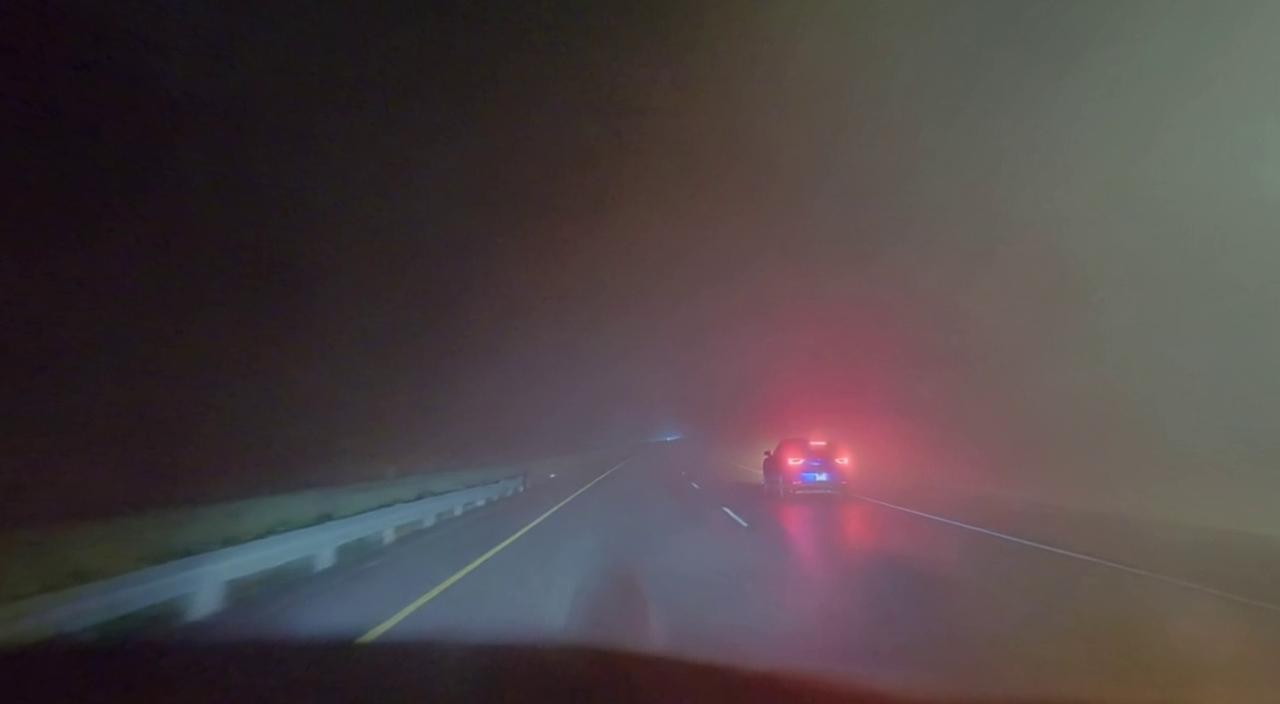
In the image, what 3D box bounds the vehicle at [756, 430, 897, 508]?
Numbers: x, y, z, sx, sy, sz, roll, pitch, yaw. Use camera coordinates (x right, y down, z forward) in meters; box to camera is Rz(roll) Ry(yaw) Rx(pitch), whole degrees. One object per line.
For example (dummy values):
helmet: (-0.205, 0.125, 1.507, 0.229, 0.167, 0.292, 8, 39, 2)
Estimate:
vehicle: (4.095, 2.644, 14.631, 1.997, 1.515, 4.025, -1, -8, 0)
